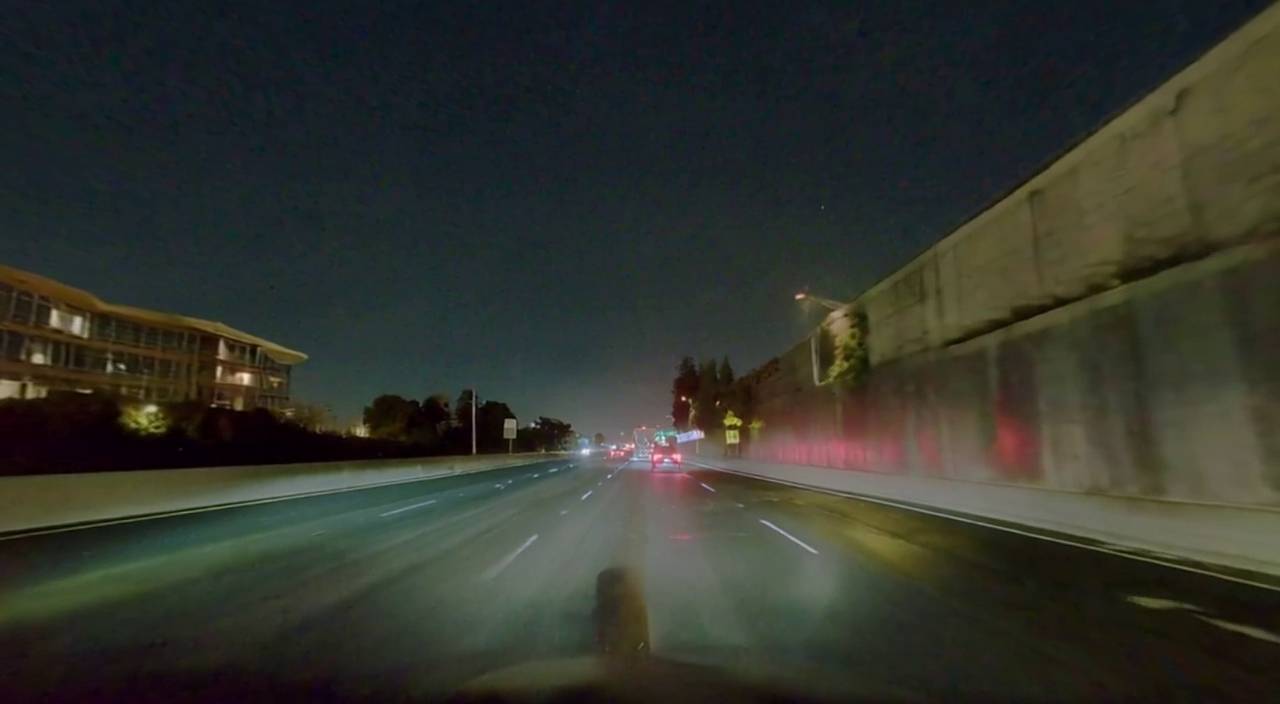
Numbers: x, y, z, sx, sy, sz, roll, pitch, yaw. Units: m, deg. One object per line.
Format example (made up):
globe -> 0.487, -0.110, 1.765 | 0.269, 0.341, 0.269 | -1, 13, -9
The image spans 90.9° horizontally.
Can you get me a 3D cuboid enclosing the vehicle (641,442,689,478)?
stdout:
vehicle -> 1.088, 5.023, 29.415 | 1.973, 1.536, 4.337 | 0, -9, -1
